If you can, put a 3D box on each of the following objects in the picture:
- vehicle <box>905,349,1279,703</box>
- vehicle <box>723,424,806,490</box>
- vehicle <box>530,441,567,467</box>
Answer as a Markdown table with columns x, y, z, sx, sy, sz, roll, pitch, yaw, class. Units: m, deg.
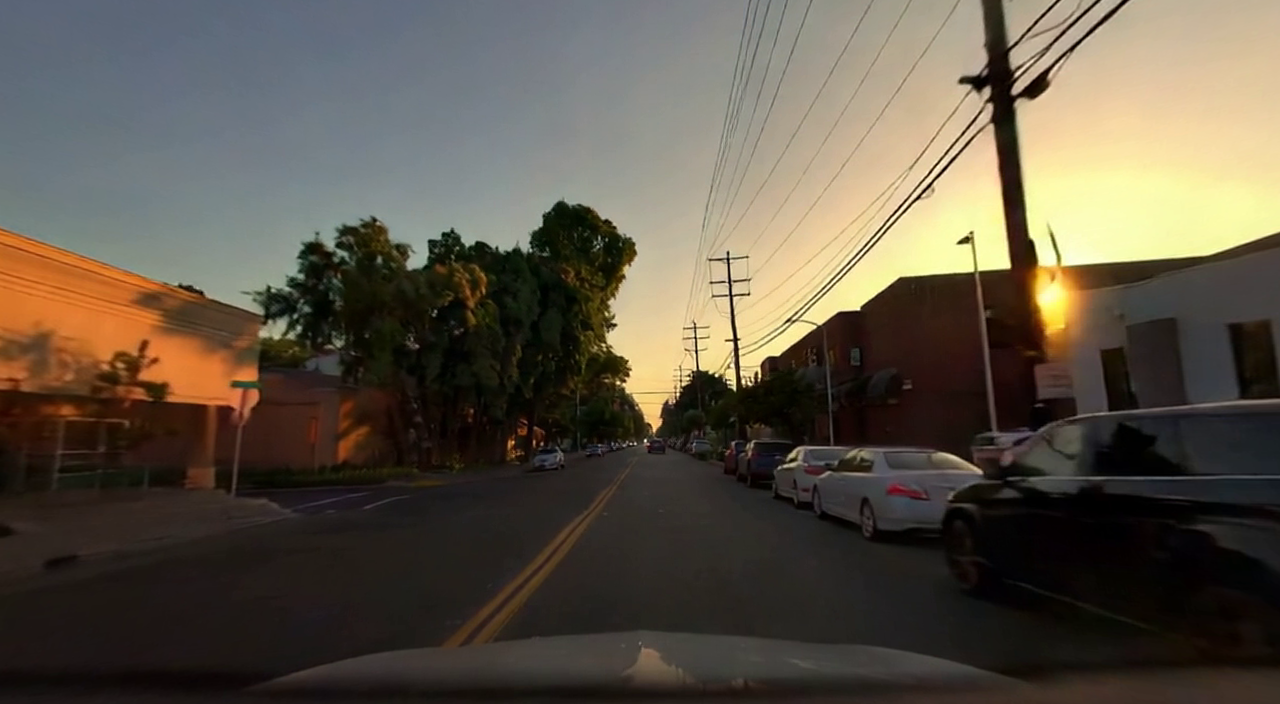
| x | y | z | sx | sy | sz | roll | pitch | yaw | class |
| --- | --- | --- | --- | --- | --- | --- | --- | --- | --- |
| 3.917 | 1.152 | 4.387 | 1.952 | 1.849 | 4.837 | 1 | -9 | -1 | vehicle |
| 4.358 | 3.774 | 22.924 | 2.026 | 2.106 | 4.753 | 1 | -9 | 0 | vehicle |
| -6.967 | 7.785 | 48.387 | 2.131 | 1.793 | 4.384 | -2 | -8 | 0 | vehicle |
